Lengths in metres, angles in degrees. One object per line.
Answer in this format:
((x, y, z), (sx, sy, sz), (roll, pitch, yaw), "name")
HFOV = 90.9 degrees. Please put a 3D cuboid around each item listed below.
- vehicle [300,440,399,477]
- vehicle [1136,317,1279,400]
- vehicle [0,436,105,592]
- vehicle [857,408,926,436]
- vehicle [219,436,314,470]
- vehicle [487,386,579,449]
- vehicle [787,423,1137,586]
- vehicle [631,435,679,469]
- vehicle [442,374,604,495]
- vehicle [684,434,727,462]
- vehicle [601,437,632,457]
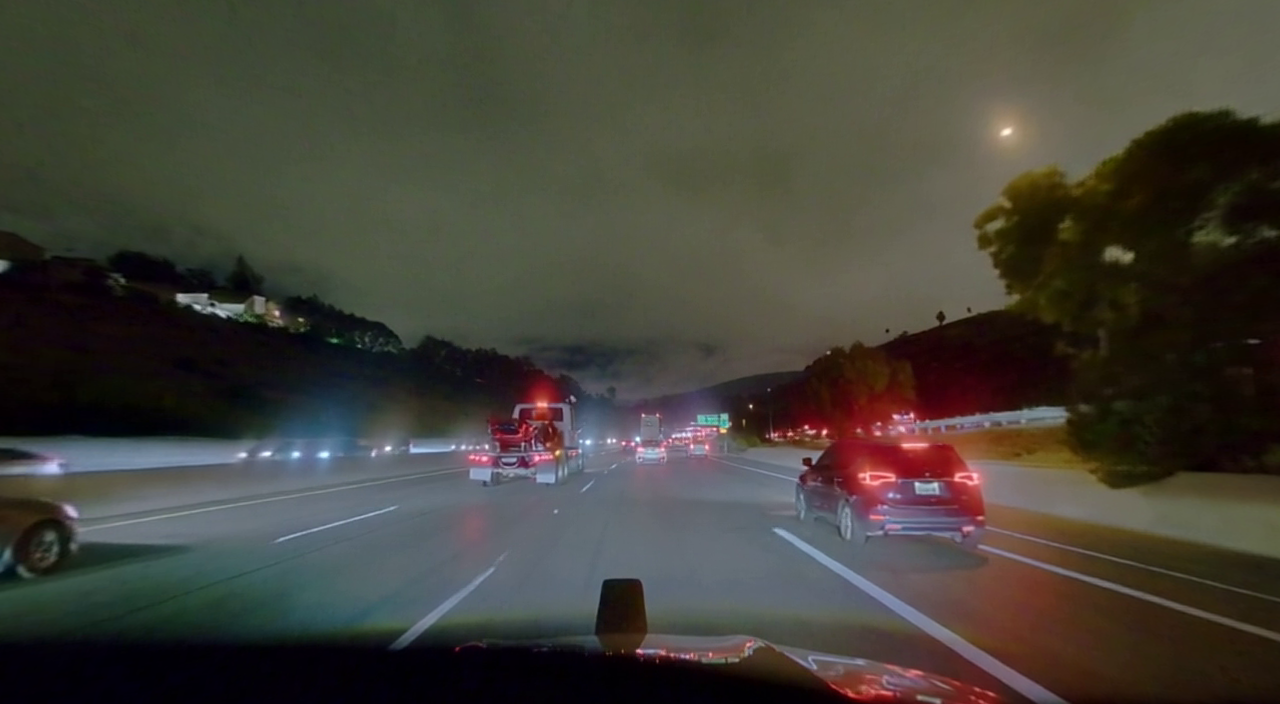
((-12.755, 4.687, 28.052), (2.109, 1.471, 4.367), (0, -8, 3), "vehicle")
((15.565, 0.254, 16.157), (1.979, 1.616, 4.268), (1, -8, -5), "vehicle")
((-6.814, 1.262, 4.295), (1.964, 1.395, 4.948), (0, -8, 1), "vehicle")
((14.044, 4.000, 35.530), (1.930, 1.454, 4.126), (1, -8, -4), "vehicle")
((-19.395, 5.245, 33.020), (2.043, 1.619, 4.442), (0, -8, 3), "vehicle")
((-3.112, 2.115, 19.424), (1.893, 1.674, 4.766), (0, -8, 1), "vehicle")
((3.488, 1.720, 8.012), (2.040, 1.481, 4.260), (0, -8, -3), "vehicle")
((0.671, 4.660, 29.521), (2.079, 1.499, 3.915), (0, -8, 1), "vehicle")
((-3.144, 2.744, 20.569), (3.162, 2.955, 10.282), (0, -8, 1), "vehicle")
((3.968, 5.943, 39.117), (2.075, 1.614, 4.682), (0, -8, -1), "vehicle")
((-1.763, 7.425, 49.354), (2.016, 1.450, 4.310), (0, -8, 3), "vehicle")
